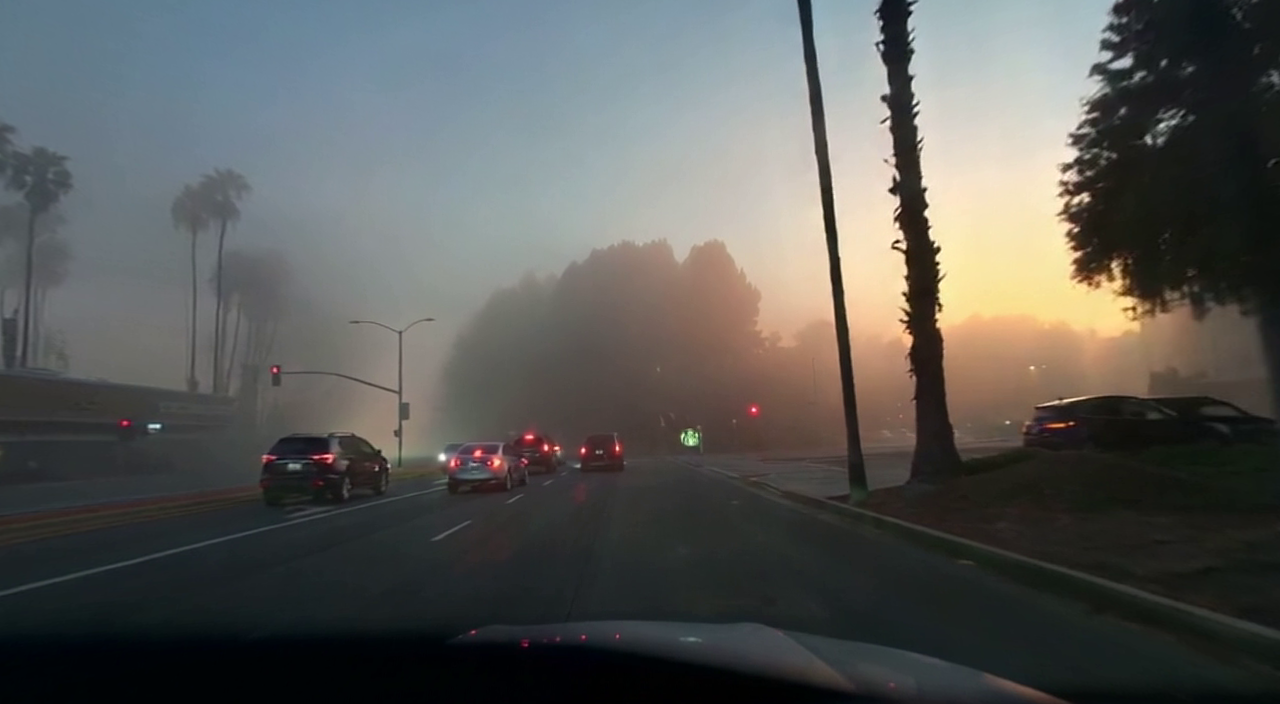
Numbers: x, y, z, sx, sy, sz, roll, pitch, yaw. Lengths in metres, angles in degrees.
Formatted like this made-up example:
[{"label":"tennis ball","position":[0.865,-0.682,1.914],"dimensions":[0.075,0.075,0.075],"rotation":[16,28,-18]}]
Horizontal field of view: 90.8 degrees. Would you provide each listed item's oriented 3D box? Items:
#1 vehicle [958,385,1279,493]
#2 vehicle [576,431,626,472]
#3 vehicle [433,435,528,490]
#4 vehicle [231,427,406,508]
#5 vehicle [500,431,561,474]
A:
[{"label":"vehicle","position":[9.504,1.768,12.882],"dimensions":[4.774,1.975,2.245],"rotation":[0,-9,-2]},{"label":"vehicle","position":[-1.741,4.671,29.747],"dimensions":[2.153,1.759,4.320],"rotation":[0,-9,-1]},{"label":"vehicle","position":[-5.094,3.596,20.864],"dimensions":[1.885,1.567,4.775],"rotation":[0,-9,0]},{"label":"vehicle","position":[-8.470,3.097,17.349],"dimensions":[2.178,1.864,5.005],"rotation":[0,-9,-1]},{"label":"vehicle","position":[-5.091,4.789,30.161],"dimensions":[2.025,1.862,4.804],"rotation":[0,-9,0]}]
